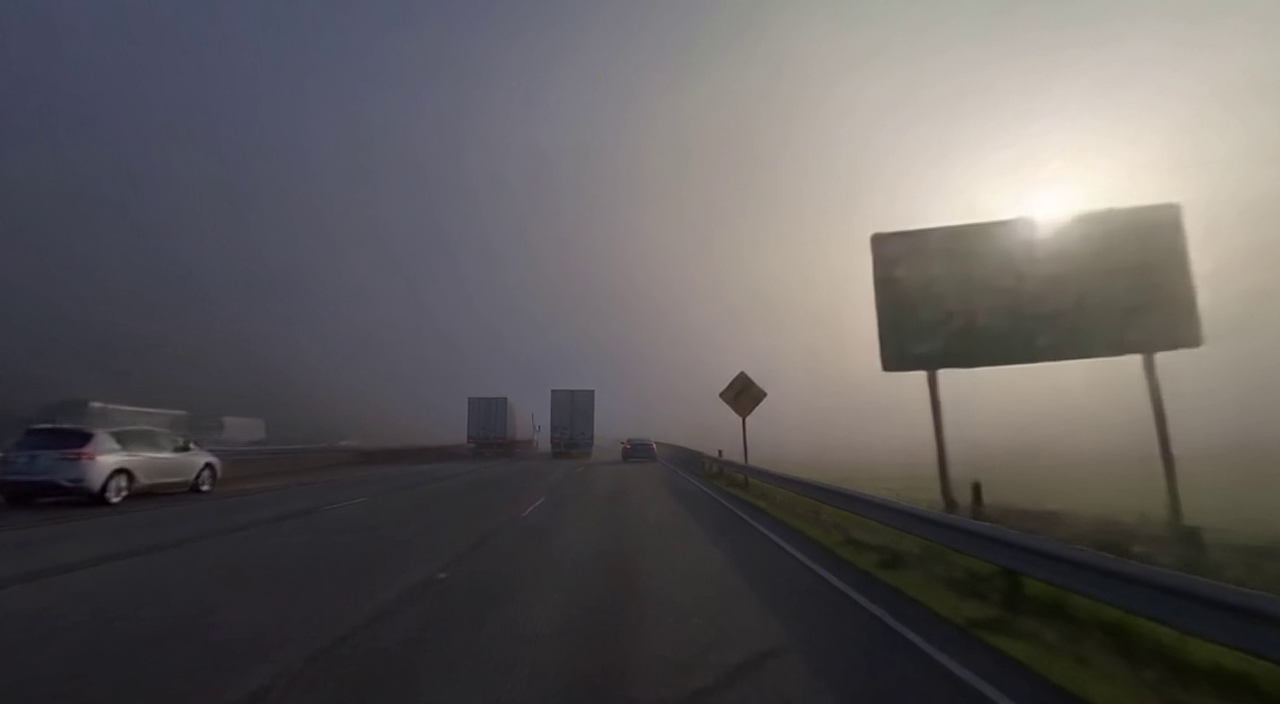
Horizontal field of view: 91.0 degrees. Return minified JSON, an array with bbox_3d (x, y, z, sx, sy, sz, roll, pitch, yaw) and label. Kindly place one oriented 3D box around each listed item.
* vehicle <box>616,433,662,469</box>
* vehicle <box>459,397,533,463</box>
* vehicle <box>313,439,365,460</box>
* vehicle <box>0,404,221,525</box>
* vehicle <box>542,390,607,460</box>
[{"bbox_3d":[-0.104,4.362,28.015,1.891,1.477,3.599,0,-8,-2],"label":"vehicle"},{"bbox_3d":[-8.029,4.510,36.076,2.728,3.405,7.096,0,-8,-2],"label":"vehicle"},{"bbox_3d":[-23.681,7.661,49.665,1.962,1.548,4.510,0,-8,-1],"label":"vehicle"},{"bbox_3d":[-10.751,2.056,12.092,2.153,1.841,4.790,0,-8,-1],"label":"vehicle"},{"bbox_3d":[-4.233,5.407,45.267,3.475,4.037,17.454,0,-8,-2],"label":"vehicle"}]
